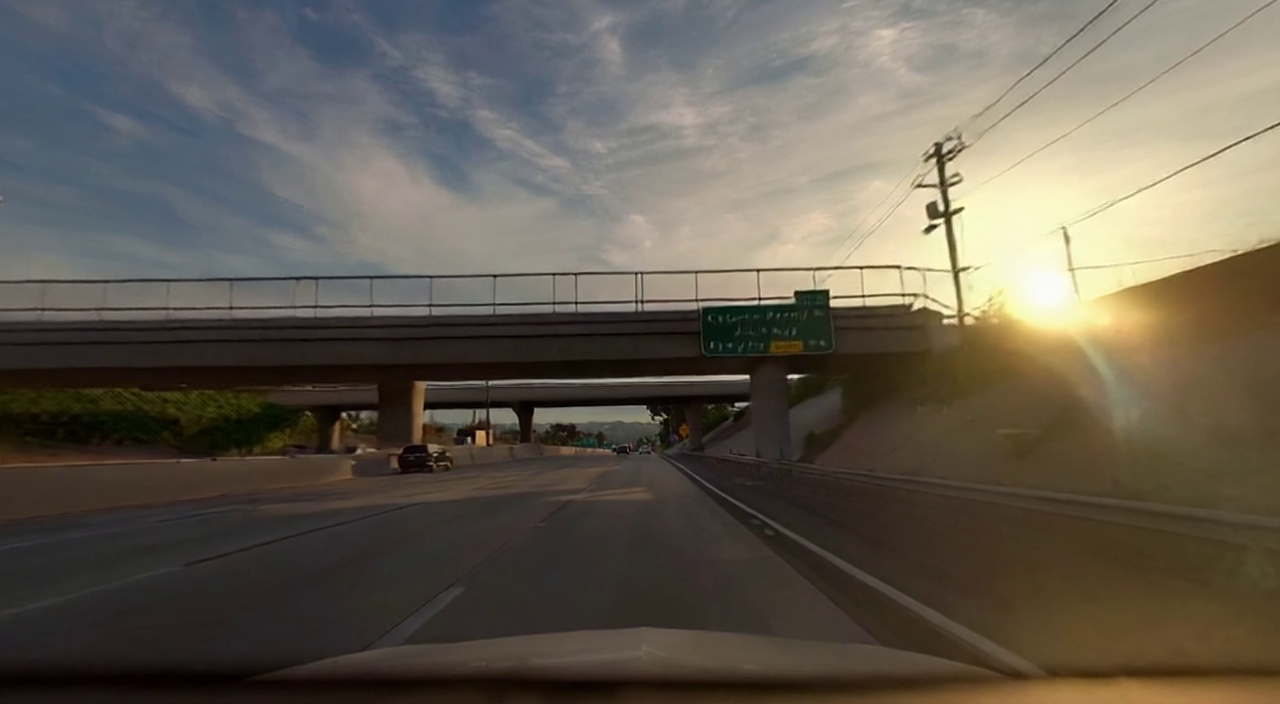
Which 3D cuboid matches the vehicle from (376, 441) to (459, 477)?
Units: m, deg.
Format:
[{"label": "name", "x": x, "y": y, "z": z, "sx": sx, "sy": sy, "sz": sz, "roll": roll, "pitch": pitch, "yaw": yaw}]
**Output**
[{"label": "vehicle", "x": -9.995, "y": 4.829, "z": 28.758, "sx": 2.056, "sy": 1.476, "sz": 4.562, "roll": 0, "pitch": -8, "yaw": 1}]
